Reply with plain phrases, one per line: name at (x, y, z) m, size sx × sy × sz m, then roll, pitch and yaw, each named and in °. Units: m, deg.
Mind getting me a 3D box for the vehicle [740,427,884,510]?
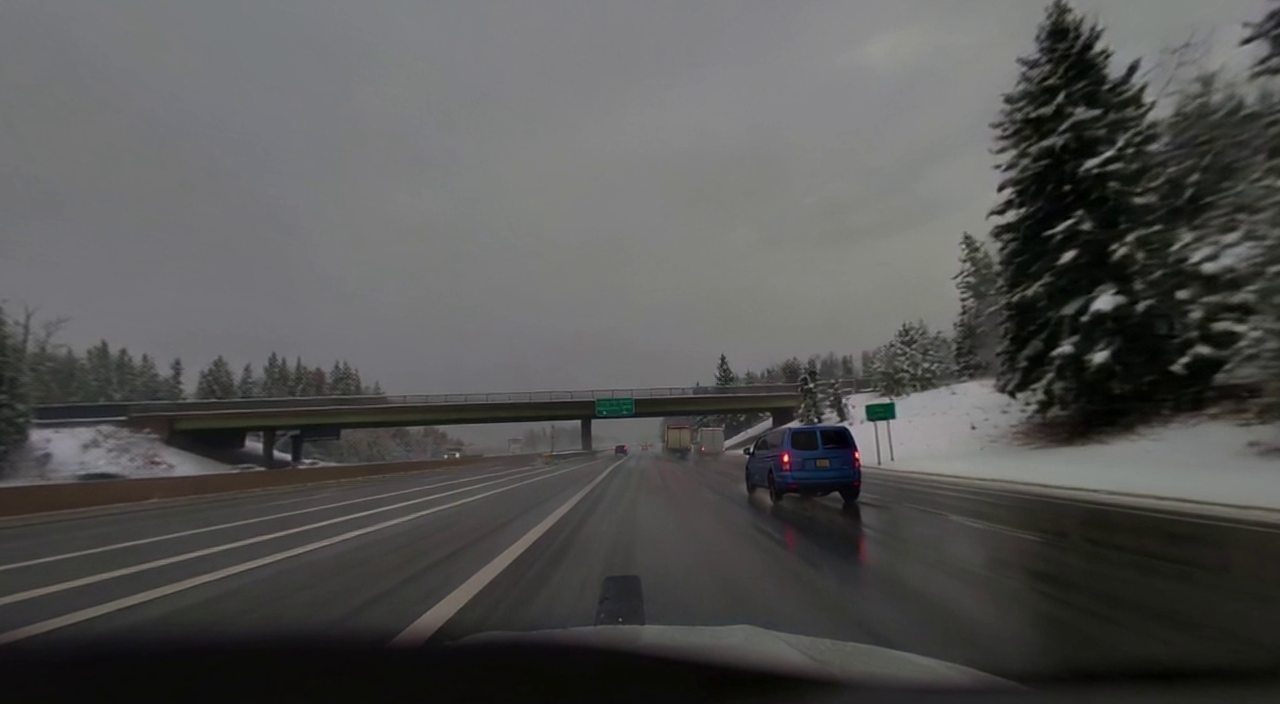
vehicle at (3.892, 2.725, 15.203) m, size 2.148 × 1.691 × 4.443 m, roll 0°, pitch -8°, yaw -1°
